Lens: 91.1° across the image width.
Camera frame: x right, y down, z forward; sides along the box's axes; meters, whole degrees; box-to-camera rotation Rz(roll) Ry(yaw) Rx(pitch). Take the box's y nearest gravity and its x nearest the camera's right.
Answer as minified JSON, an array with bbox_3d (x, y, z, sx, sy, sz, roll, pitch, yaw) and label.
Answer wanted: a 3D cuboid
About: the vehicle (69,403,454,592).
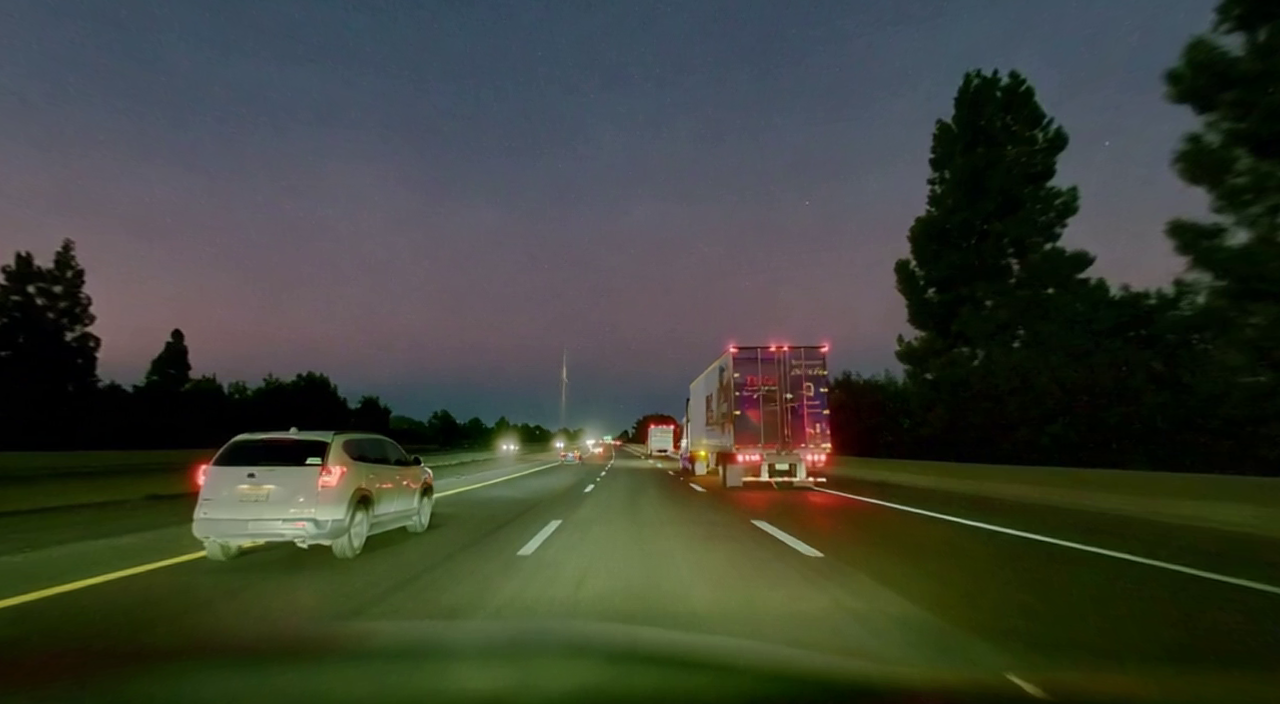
[{"bbox_3d":[-4.262,1.728,8.312,2.202,1.760,4.617,0,-9,0],"label":"vehicle"}]

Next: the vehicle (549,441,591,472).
[{"bbox_3d":[-4.234,6.393,38.604,2.139,1.716,4.530,0,-9,-1],"label":"vehicle"}]

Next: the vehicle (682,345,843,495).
[{"bbox_3d":[3.723,2.854,23.814,2.933,4.016,13.949,0,-9,-1],"label":"vehicle"}]
